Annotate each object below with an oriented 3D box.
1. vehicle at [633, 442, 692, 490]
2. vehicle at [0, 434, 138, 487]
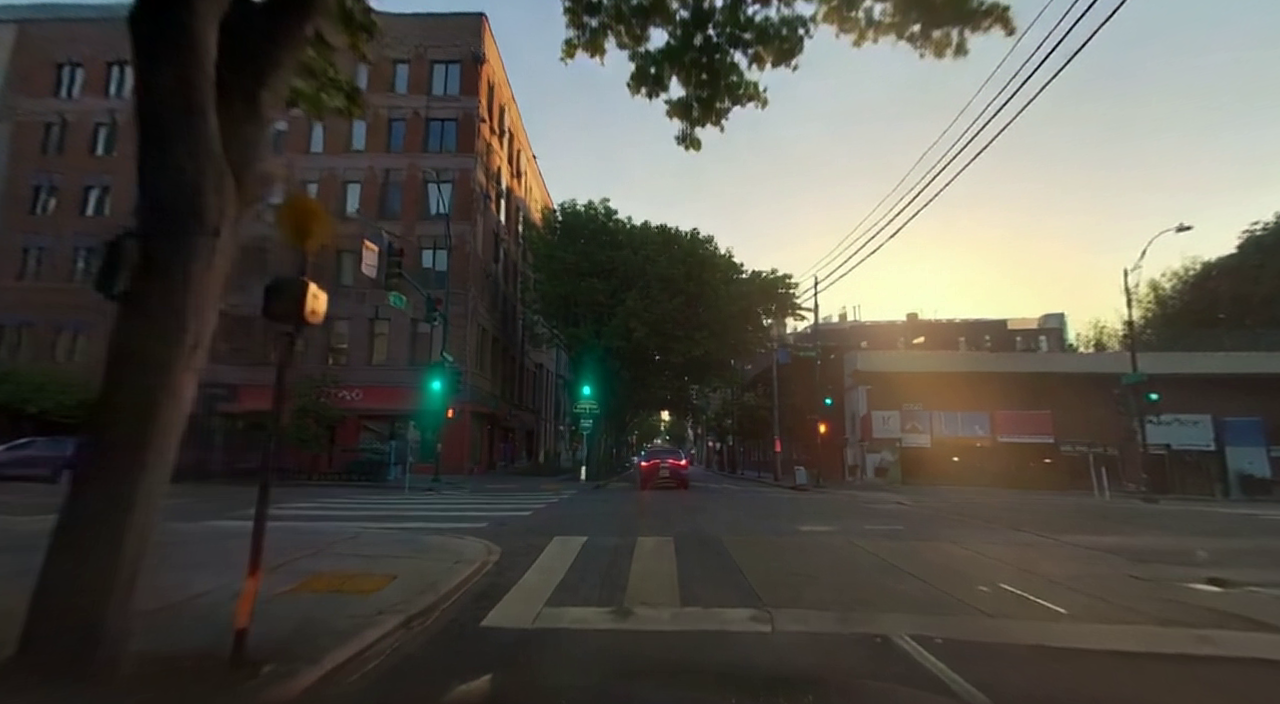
[{"bbox_3d":[0.817,4.314,24.243,2.079,1.621,3.861,-1,-8,0],"label":"vehicle"},{"bbox_3d":[-19.640,3.496,20.462,4.784,1.599,2.184,0,-8,0],"label":"vehicle"}]
